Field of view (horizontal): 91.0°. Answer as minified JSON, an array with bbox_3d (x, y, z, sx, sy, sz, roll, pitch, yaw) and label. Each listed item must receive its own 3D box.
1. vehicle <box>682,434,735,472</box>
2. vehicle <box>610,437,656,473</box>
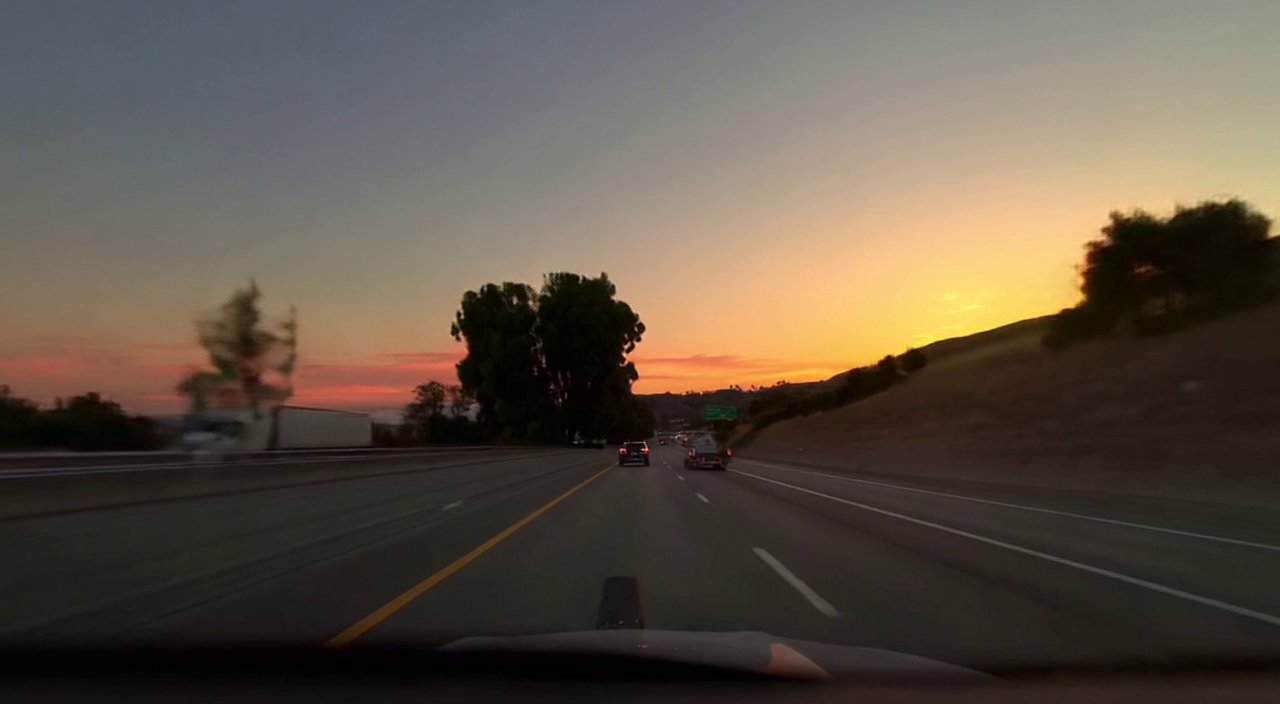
[{"bbox_3d":[3.587,5.428,33.950,2.269,1.839,4.554,0,-9,-1],"label":"vehicle"},{"bbox_3d":[-0.303,5.196,31.853,2.142,1.664,4.076,0,-9,1],"label":"vehicle"}]
